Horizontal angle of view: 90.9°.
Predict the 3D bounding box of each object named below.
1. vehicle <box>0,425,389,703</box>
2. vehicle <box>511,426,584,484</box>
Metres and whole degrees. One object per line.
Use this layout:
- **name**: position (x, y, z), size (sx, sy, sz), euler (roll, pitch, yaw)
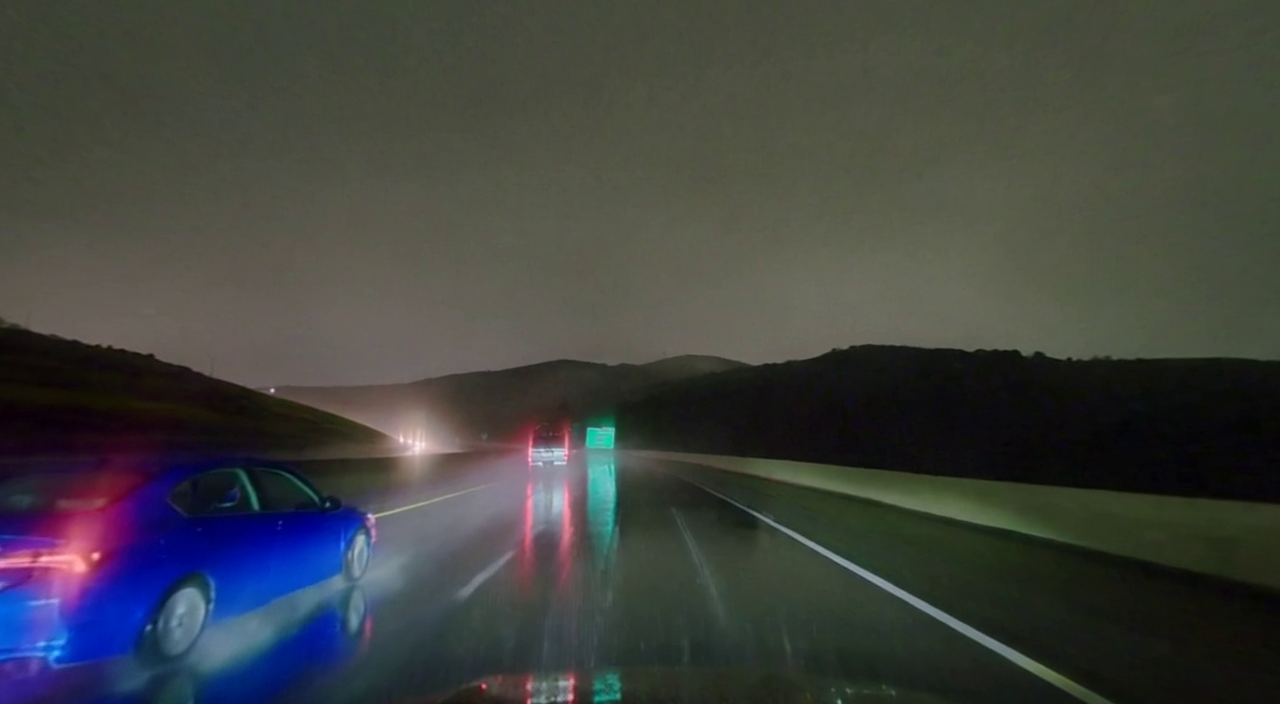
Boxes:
- **vehicle**: position (-4.011, 1.418, 4.966), size (2.097, 1.511, 4.585), euler (-1, -9, 1)
- **vehicle**: position (-3.861, 4.451, 27.573), size (2.444, 2.204, 5.568), euler (-1, -9, -1)
